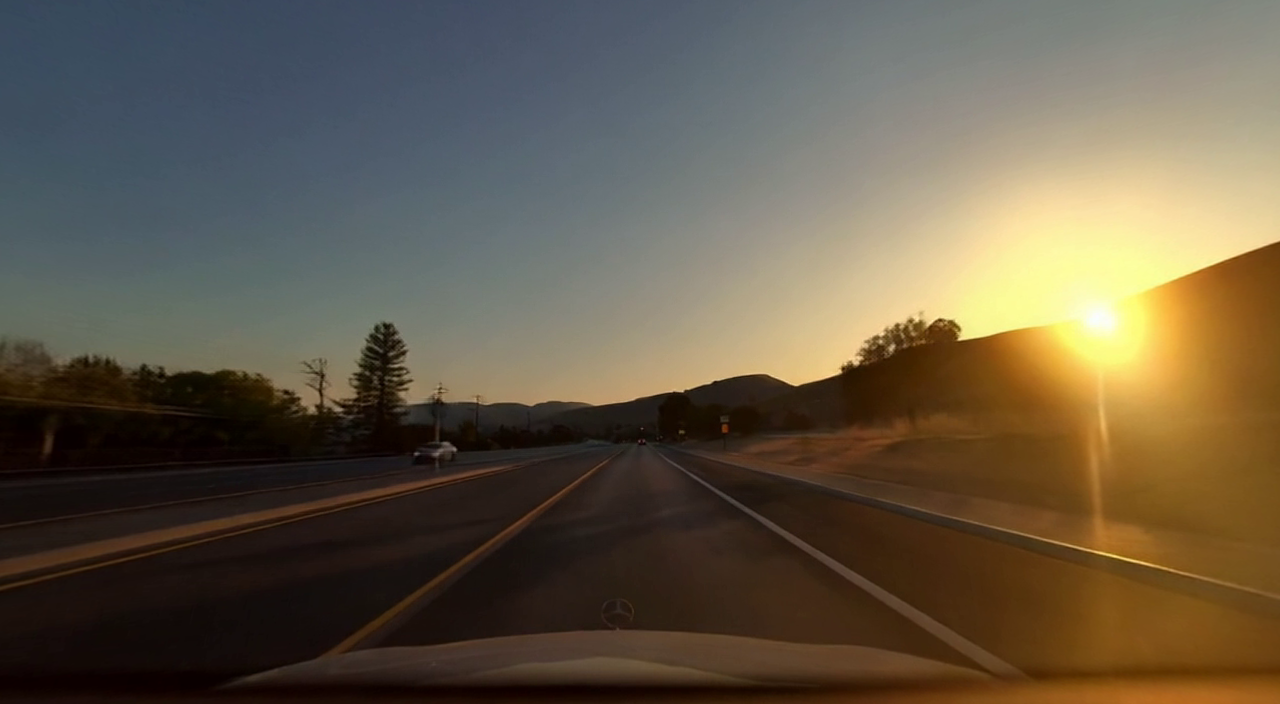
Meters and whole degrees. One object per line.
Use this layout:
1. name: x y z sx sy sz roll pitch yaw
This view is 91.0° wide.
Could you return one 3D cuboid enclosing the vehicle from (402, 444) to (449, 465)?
1. vehicle: -15.508 7.386 45.693 1.800 1.432 4.512 -1 -8 1
